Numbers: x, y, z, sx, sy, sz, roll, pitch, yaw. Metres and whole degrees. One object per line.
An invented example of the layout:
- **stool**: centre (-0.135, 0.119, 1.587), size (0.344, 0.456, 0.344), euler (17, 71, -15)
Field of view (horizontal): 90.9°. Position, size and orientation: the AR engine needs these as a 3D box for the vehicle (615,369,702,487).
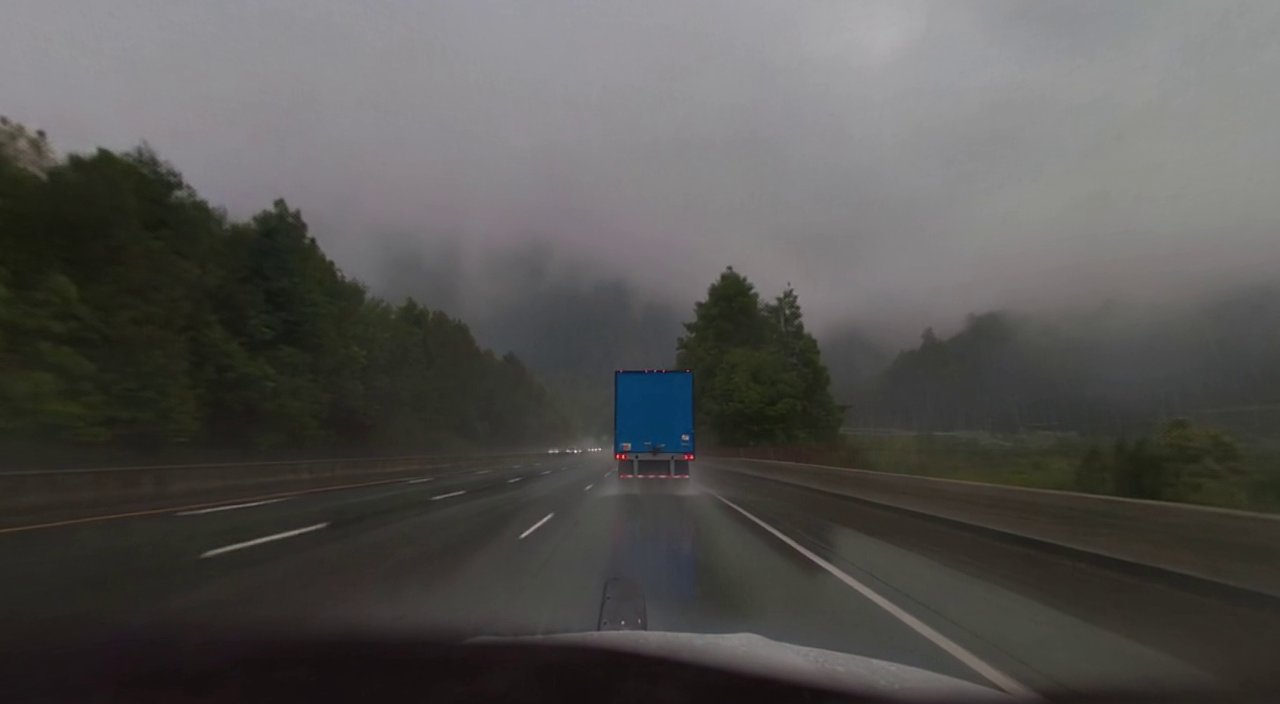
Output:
- **vehicle**: centre (0.551, 3.314, 26.350), size (2.898, 3.973, 10.063), euler (0, -9, -1)
